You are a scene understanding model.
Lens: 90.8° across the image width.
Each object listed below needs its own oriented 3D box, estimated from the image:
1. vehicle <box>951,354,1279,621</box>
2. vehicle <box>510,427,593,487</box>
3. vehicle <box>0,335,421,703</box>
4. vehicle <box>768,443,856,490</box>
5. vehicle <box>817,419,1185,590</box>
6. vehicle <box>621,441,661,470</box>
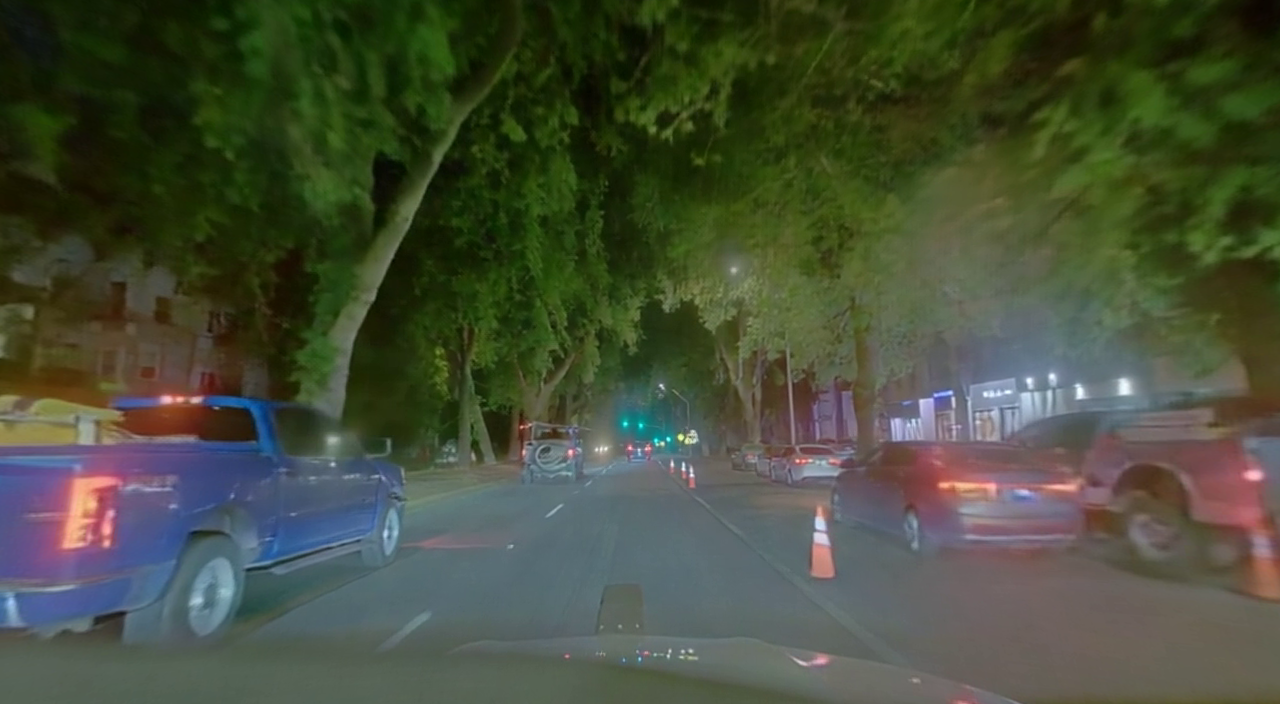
[{"bbox_3d":[6.681,1.482,7.874,2.921,2.166,5.422,0,-9,2],"label":"vehicle"},{"bbox_3d":[-3.262,4.053,24.749,2.424,2.063,5.678,0,-9,0],"label":"vehicle"},{"bbox_3d":[-3.584,1.141,4.683,2.327,1.775,4.430,0,-9,0],"label":"vehicle"},{"bbox_3d":[6.048,4.066,22.812,2.045,1.505,4.615,-1,-9,3],"label":"vehicle"},{"bbox_3d":[4.073,1.784,8.295,2.082,1.601,4.451,0,-9,-2],"label":"vehicle"},{"bbox_3d":[0.006,6.729,41.271,2.413,1.748,4.406,0,-9,-2],"label":"vehicle"}]
